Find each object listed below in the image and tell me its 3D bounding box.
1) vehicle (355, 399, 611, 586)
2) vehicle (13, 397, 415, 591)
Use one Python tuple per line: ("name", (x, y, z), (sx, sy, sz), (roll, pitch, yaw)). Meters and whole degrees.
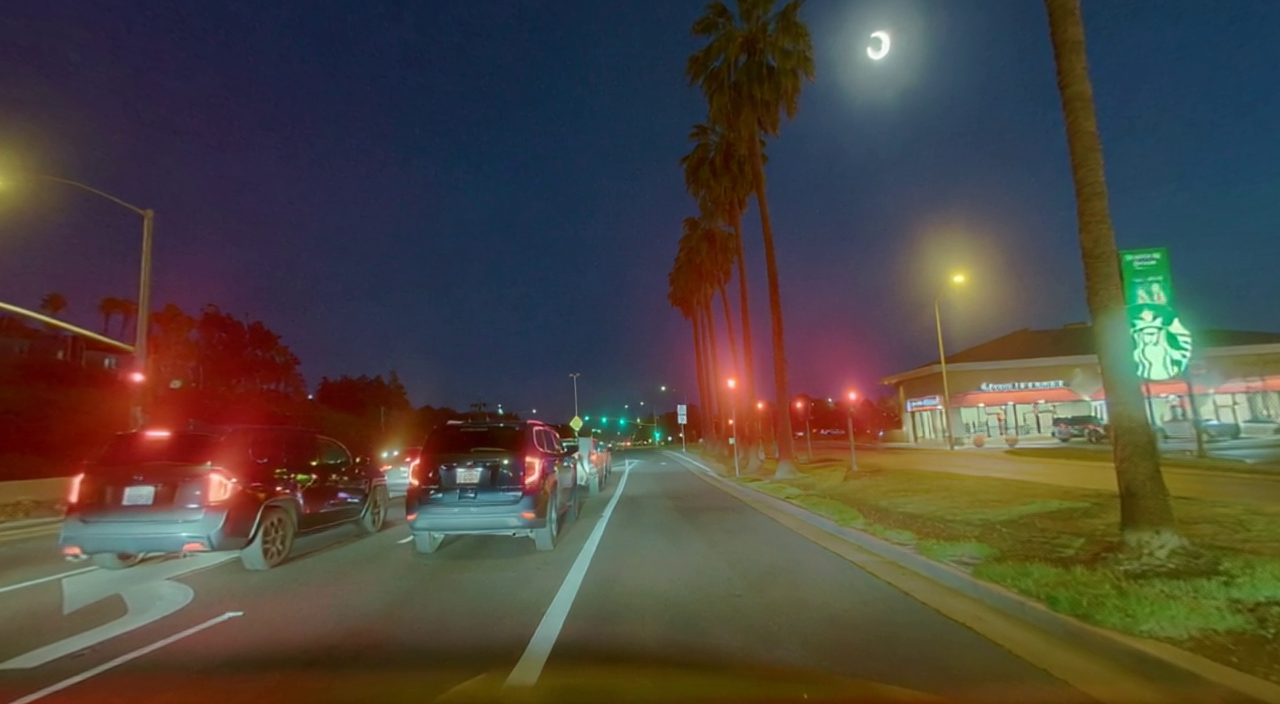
("vehicle", (-1.582, 1.657, 8.215), (2.153, 1.759, 4.320), (0, -9, 1))
("vehicle", (-5.024, 1.744, 8.619), (2.025, 1.862, 4.804), (0, -9, 1))
